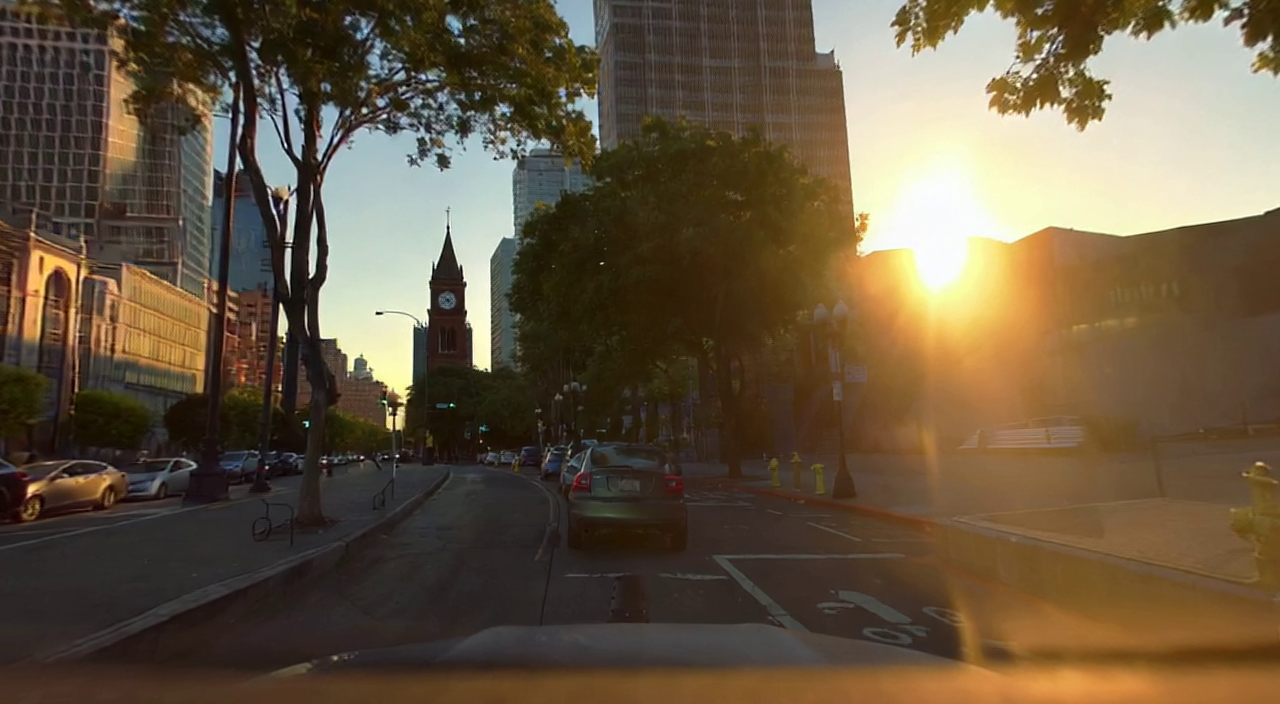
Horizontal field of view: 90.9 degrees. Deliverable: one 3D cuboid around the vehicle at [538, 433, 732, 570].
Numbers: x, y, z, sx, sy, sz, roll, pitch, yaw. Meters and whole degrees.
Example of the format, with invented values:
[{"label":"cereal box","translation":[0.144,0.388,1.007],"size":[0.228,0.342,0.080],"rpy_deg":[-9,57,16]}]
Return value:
[{"label":"vehicle","translation":[-0.240,1.939,9.012],"size":[2.142,1.475,4.051],"rpy_deg":[1,-8,-6]}]
